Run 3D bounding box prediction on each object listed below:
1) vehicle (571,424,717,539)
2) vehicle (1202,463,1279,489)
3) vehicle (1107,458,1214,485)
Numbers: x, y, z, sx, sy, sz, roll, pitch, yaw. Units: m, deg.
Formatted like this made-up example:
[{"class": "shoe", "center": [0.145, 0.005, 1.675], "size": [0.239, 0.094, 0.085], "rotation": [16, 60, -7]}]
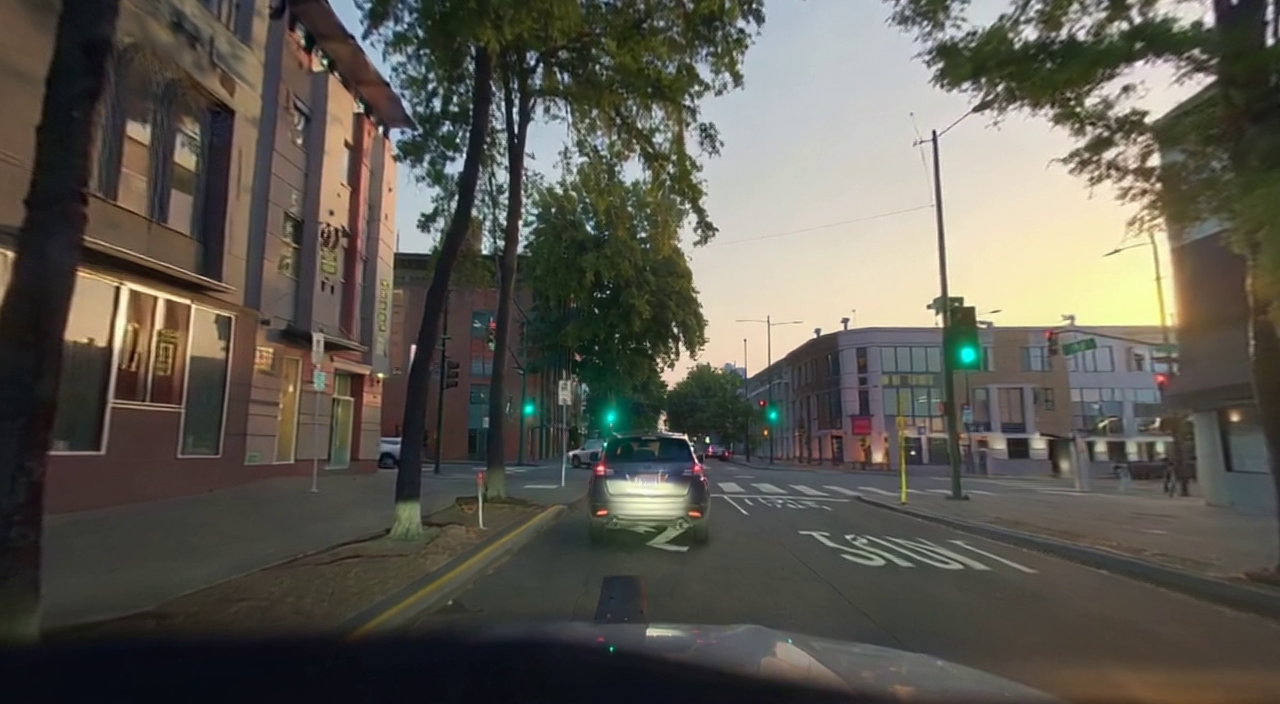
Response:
[{"class": "vehicle", "center": [0.106, 2.133, 10.951], "size": [2.079, 1.621, 3.861], "rotation": [-1, -8, 2]}, {"class": "vehicle", "center": [36.192, 7.248, 37.046], "size": [4.457, 1.409, 1.873], "rotation": [0, -8, 1]}, {"class": "vehicle", "center": [30.453, 7.000, 36.963], "size": [4.668, 1.441, 1.904], "rotation": [0, -8, -4]}]
